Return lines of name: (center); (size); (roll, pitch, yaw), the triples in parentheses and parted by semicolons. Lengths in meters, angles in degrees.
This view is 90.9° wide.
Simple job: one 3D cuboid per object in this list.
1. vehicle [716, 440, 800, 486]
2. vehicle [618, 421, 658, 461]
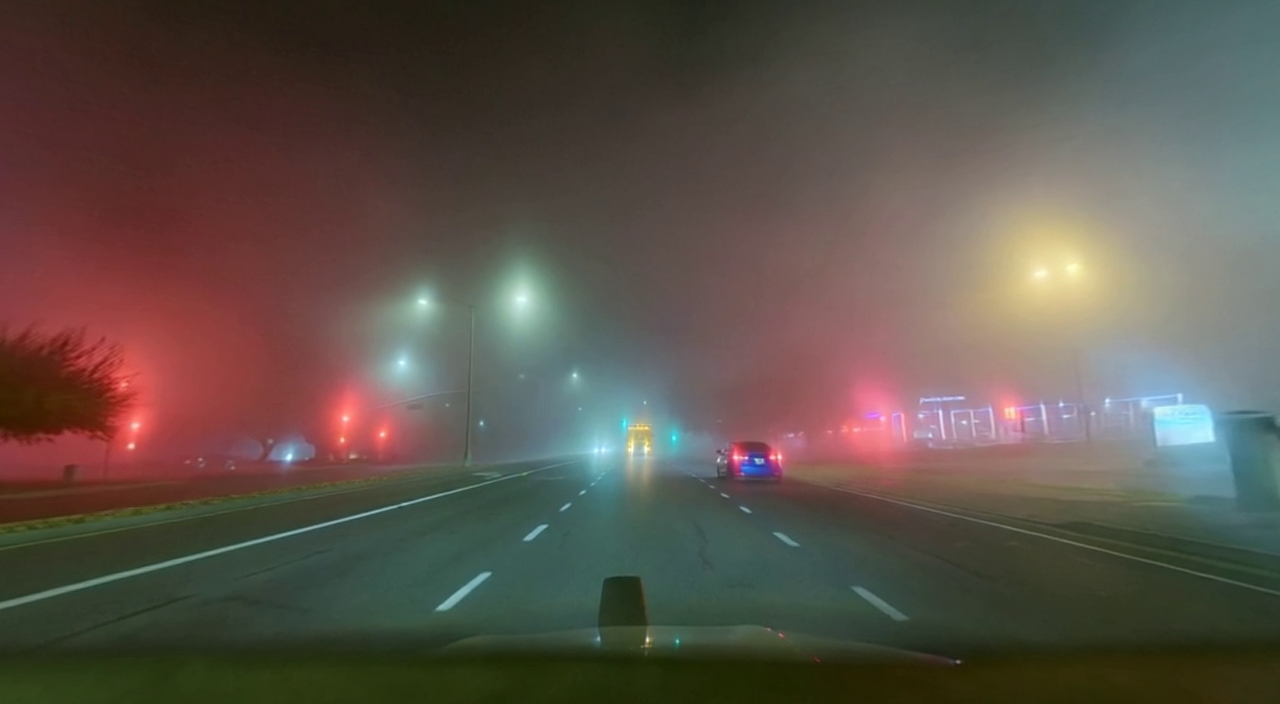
vehicle: (4.035, 3.880, 22.468); (2.005, 1.442, 4.675); (0, -8, -1)
vehicle: (-0.115, 6.942, 49.191); (2.833, 2.879, 6.572); (0, -8, 1)
